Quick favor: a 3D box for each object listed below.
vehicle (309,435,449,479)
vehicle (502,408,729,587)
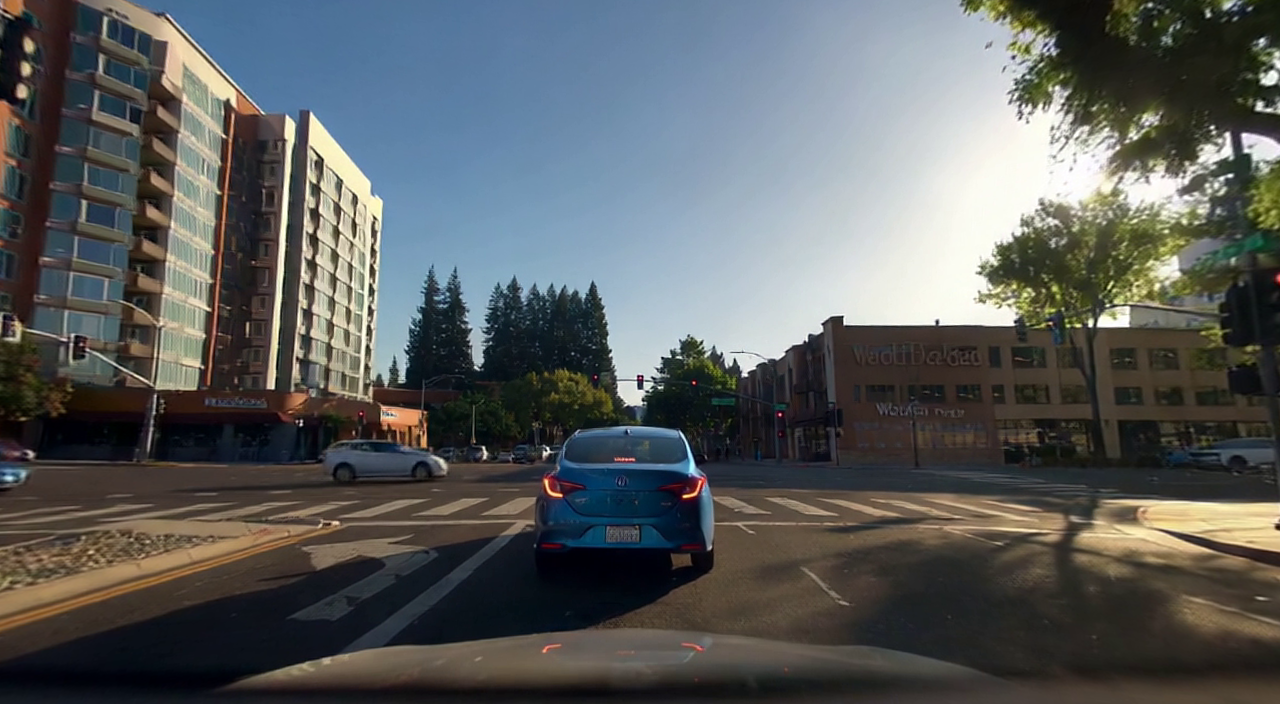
[{"bbox_3d":[-10.771,4.383,26.404,4.912,1.731,2.022,0,-8,-1],"label":"vehicle"},{"bbox_3d":[-0.254,1.623,7.817,2.066,1.618,3.922,0,-8,-1],"label":"vehicle"}]
